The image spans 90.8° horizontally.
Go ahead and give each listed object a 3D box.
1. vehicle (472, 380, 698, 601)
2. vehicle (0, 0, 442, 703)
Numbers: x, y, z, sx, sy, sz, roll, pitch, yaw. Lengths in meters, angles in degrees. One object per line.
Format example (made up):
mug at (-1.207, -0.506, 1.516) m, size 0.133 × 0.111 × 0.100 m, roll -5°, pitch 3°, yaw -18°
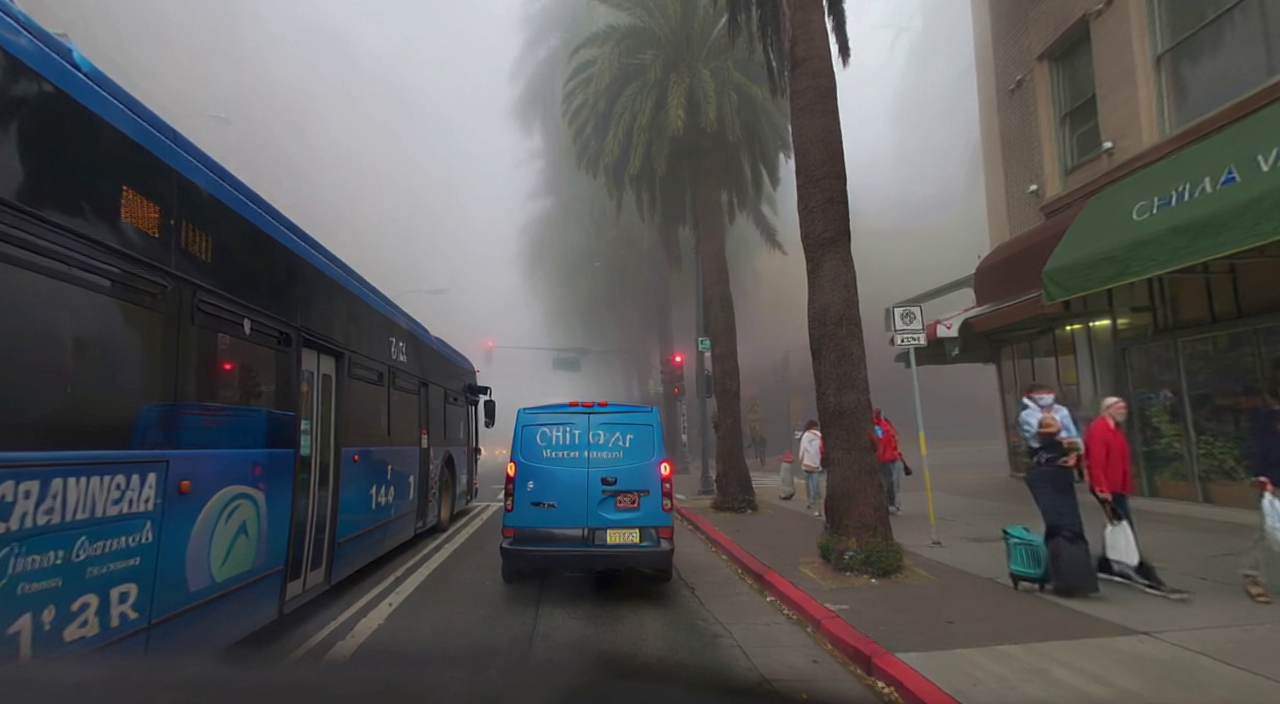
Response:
vehicle at (-0.797, 1.527, 7.795) m, size 2.002 × 1.907 × 4.211 m, roll 1°, pitch -9°, yaw -9°
vehicle at (-3.719, 0.140, 2.870) m, size 2.863 × 3.233 × 11.573 m, roll 1°, pitch -8°, yaw -5°
